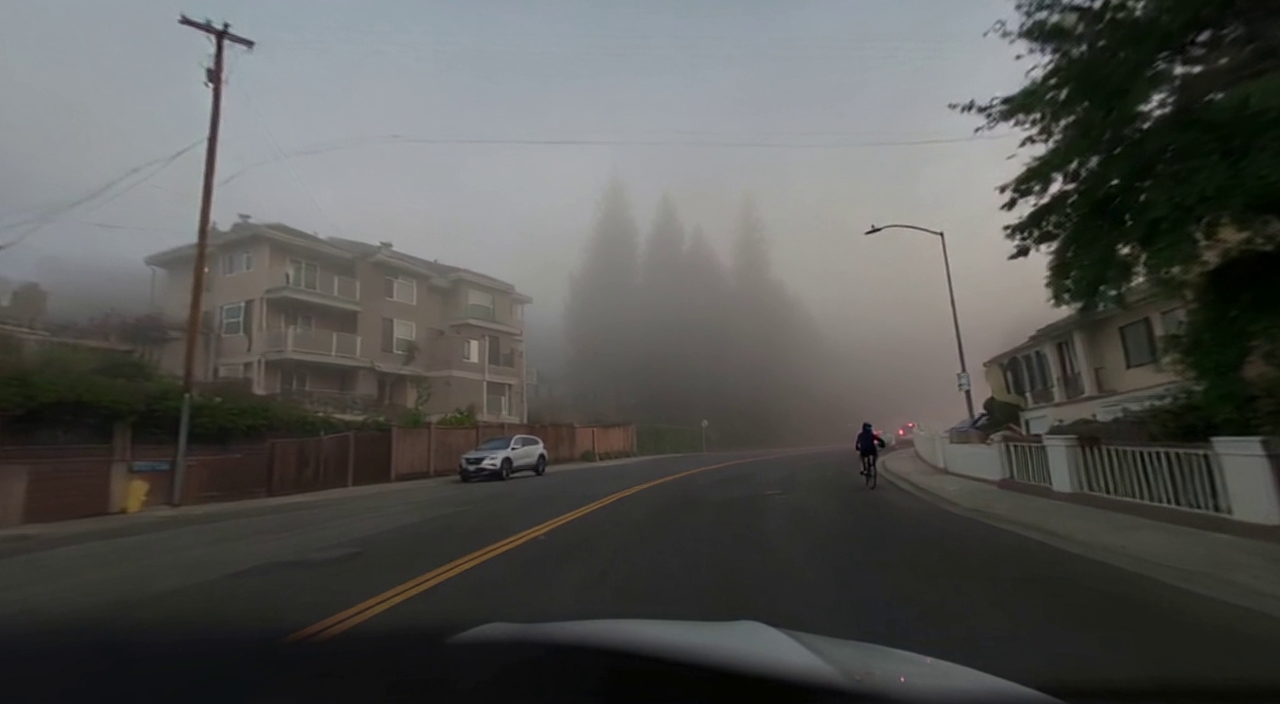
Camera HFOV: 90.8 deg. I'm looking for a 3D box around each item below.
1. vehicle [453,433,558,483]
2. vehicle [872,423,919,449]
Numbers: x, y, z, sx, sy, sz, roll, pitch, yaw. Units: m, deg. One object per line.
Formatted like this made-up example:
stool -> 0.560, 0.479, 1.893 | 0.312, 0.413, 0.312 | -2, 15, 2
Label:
vehicle -> -4.948, 3.981, 23.965 | 1.937, 1.670, 4.391 | -3, -9, 17
vehicle -> 18.069, 5.973, 44.585 | 2.105, 1.705, 4.392 | -6, -10, 33
